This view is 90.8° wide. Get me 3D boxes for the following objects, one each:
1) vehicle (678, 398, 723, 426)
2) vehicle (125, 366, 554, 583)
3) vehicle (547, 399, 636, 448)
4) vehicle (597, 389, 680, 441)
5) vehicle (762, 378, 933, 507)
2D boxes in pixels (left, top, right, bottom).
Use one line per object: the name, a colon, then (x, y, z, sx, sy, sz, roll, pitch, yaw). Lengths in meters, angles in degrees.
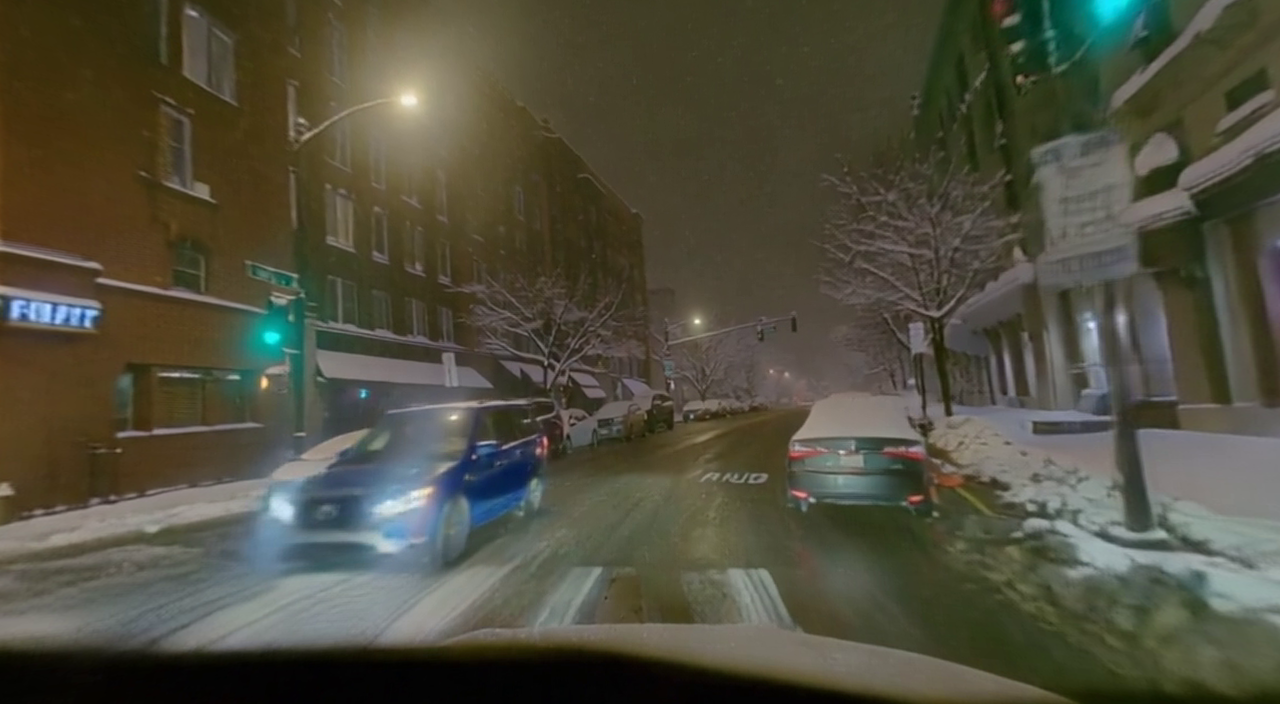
vehicle: (4.240, 4.101, 43.798, 1.948, 1.693, 4.325, -6, -6, 19)
vehicle: (-2.879, 1.320, 7.593, 2.181, 1.723, 4.692, -3, -8, 12)
vehicle: (-1.816, 2.912, 25.268, 1.960, 1.765, 4.343, -4, -8, 19)
vehicle: (0.073, 3.050, 30.898, 2.260, 2.136, 5.669, -7, -7, 17)
vehicle: (3.174, 1.374, 9.673, 1.892, 1.481, 4.365, -4, -8, 19)
